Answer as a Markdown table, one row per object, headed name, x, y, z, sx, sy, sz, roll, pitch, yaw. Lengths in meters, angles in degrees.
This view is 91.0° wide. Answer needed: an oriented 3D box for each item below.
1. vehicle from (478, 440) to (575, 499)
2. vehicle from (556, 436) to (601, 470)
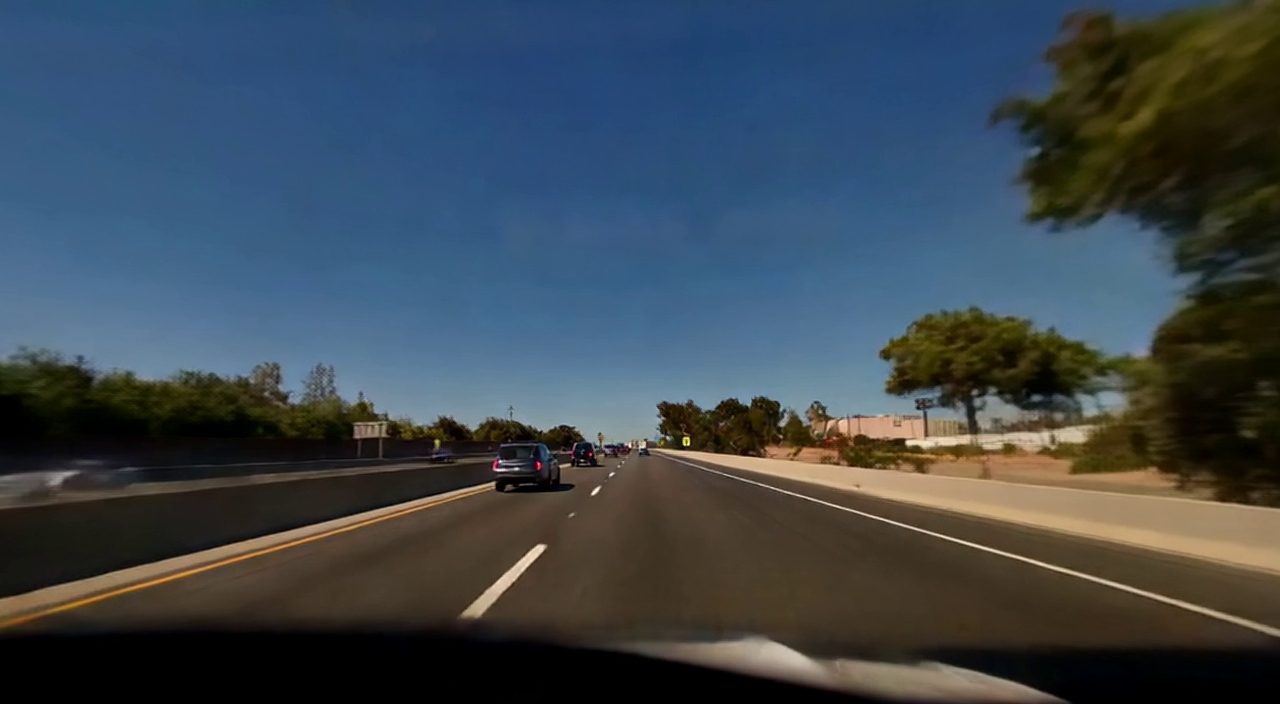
| name | x | y | z | sx | sy | sz | roll | pitch | yaw |
| --- | --- | --- | --- | --- | --- | --- | --- | --- | --- |
| vehicle | -3.249 | 3.487 | 19.048 | 2.044 | 1.527 | 4.607 | -1 | -9 | 1 |
| vehicle | -3.630 | 6.065 | 37.920 | 2.177 | 1.852 | 4.427 | -1 | -9 | 1 |
